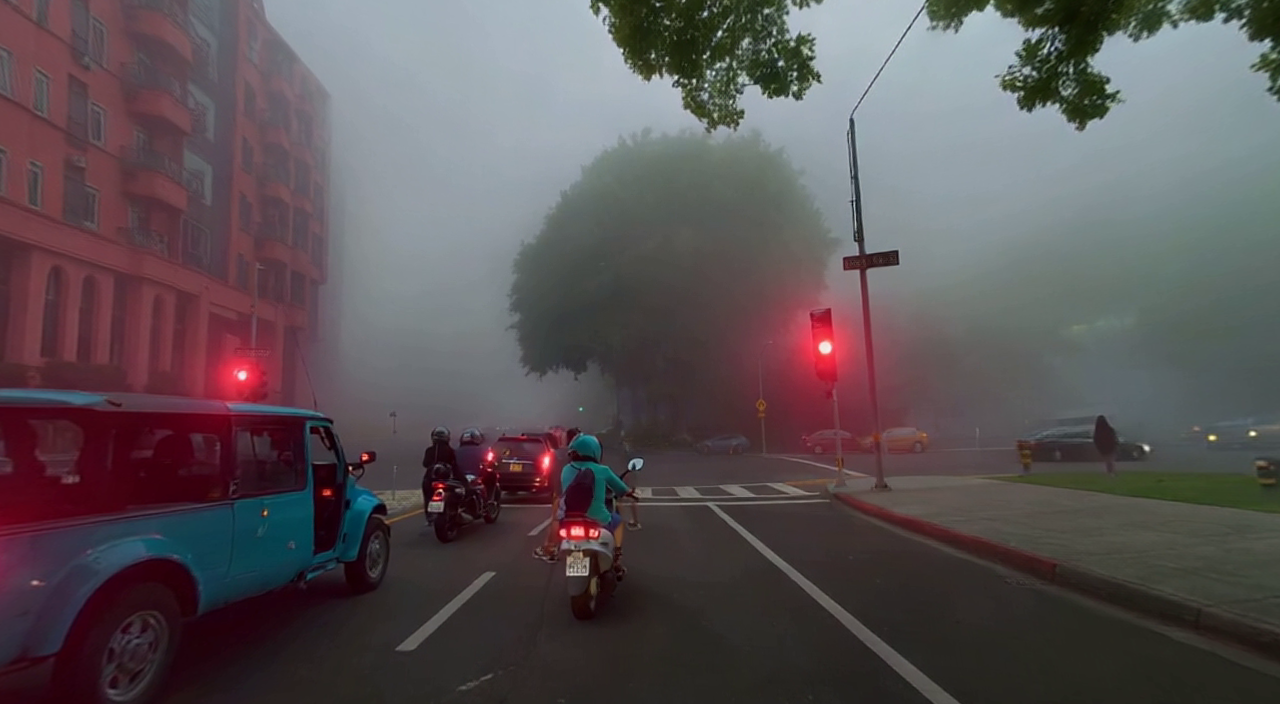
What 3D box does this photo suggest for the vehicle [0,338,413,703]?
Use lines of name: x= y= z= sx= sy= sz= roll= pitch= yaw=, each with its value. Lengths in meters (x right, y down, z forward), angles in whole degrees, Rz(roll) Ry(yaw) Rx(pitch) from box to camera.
vehicle: x=-3.589 y=1.167 z=4.602 sx=2.000 sy=1.809 sz=4.855 roll=0 pitch=-9 yaw=1

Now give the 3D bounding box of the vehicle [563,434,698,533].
vehicle: x=-0.103 y=2.300 z=11.620 sx=2.025 sy=1.458 sz=4.085 roll=-1 pitch=-9 yaw=1

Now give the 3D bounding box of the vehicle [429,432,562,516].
vehicle: x=-3.100 y=2.710 z=14.445 sx=1.935 sy=1.615 sz=4.073 roll=-1 pitch=-9 yaw=2

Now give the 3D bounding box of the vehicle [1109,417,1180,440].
vehicle: x=37.005 y=5.653 z=46.311 sx=1.716 sy=1.543 sz=3.682 roll=8 pitch=-12 yaw=-41

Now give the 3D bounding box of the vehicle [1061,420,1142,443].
vehicle: x=30.810 y=5.334 z=42.133 sx=1.751 sy=1.420 sz=4.027 roll=8 pitch=-12 yaw=-43
